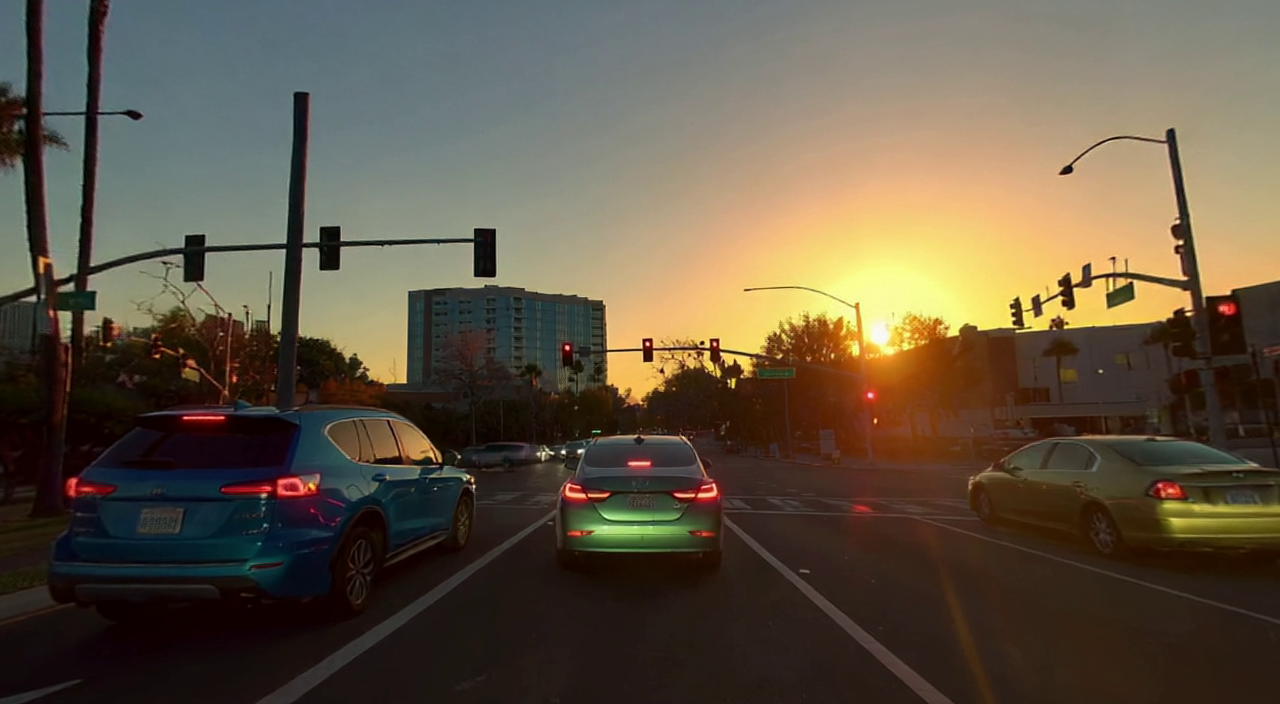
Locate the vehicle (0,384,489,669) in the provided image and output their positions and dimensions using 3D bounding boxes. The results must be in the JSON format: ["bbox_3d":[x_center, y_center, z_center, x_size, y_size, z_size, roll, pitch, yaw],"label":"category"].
[{"bbox_3d":[-3.102,1.366,6.085,2.051,1.682,4.467,0,-8,2],"label":"vehicle"}]

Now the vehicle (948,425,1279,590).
[{"bbox_3d":[6.086,1.759,8.098,1.970,1.489,4.482,0,-8,-1],"label":"vehicle"}]

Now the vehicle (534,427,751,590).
[{"bbox_3d":[-0.007,1.707,7.730,1.942,1.445,3.973,0,-8,-1],"label":"vehicle"}]
